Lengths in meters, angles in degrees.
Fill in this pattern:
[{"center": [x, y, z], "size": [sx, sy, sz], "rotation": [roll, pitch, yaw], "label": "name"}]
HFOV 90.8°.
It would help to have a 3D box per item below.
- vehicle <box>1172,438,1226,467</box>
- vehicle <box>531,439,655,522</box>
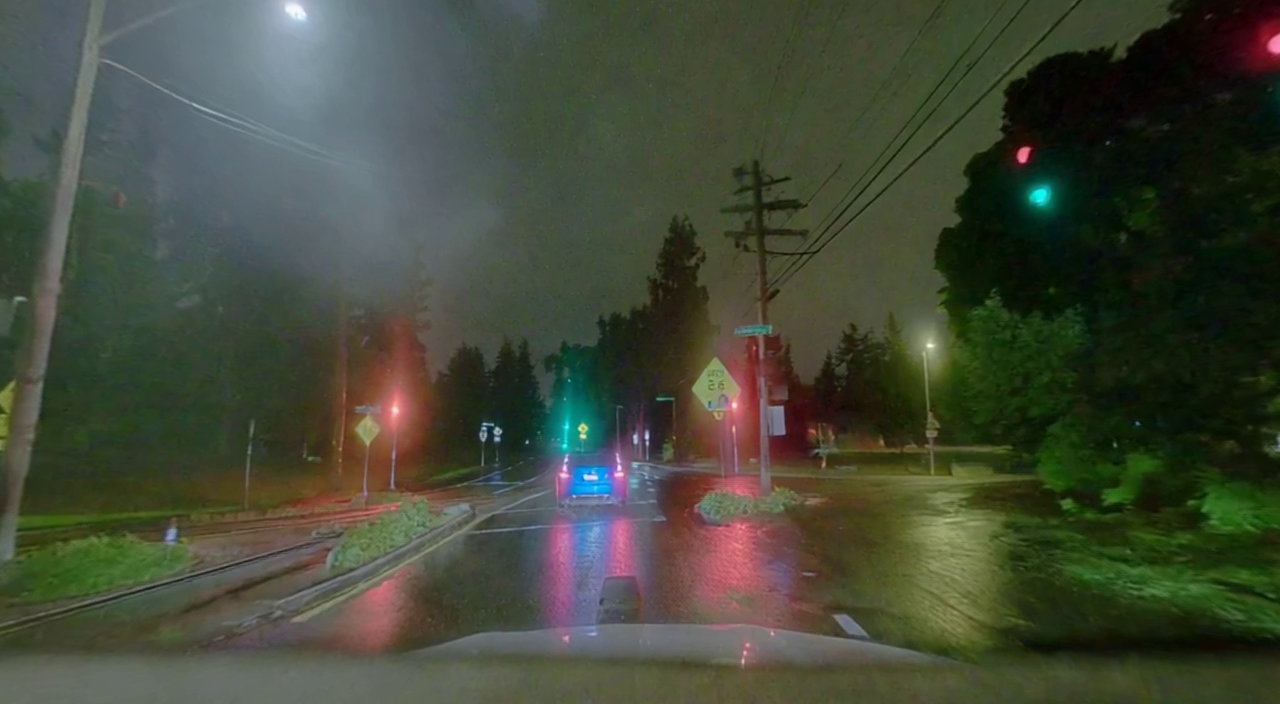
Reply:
[{"center": [31.928, 5.709, 36.039], "size": [1.959, 1.493, 5.020], "rotation": [-8, -12, 43], "label": "vehicle"}, {"center": [-0.855, 2.707, 13.919], "size": [2.295, 1.510, 4.364], "rotation": [0, -8, 0], "label": "vehicle"}]
